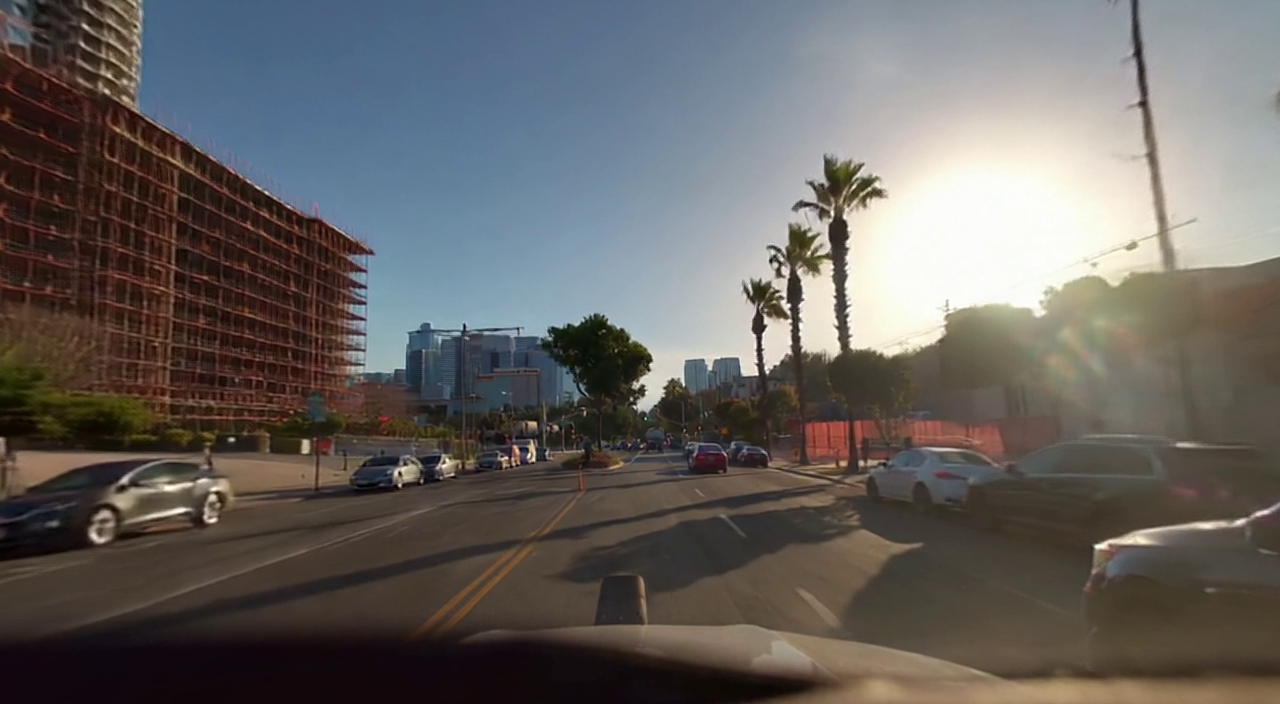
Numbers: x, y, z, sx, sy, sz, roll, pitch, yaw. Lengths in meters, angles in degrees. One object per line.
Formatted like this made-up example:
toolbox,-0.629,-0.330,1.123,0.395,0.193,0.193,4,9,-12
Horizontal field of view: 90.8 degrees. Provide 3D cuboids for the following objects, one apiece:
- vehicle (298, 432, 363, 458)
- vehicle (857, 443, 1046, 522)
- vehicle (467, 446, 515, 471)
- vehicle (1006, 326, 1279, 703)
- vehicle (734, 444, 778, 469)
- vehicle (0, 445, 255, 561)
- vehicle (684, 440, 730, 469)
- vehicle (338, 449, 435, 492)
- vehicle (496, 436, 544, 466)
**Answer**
vehicle,-19.652,5.892,40.088,3.575,1.571,1.912,-5,-9,27
vehicle,6.626,2.790,14.076,2.034,1.463,4.044,0,-8,-2
vehicle,-9.458,6.780,40.444,1.804,1.478,4.734,-1,-8,1
vehicle,3.104,0.656,1.392,1.953,1.687,4.344,0,-8,0
vehicle,6.914,6.267,38.136,1.819,1.435,4.337,0,-8,0
vehicle,-9.682,2.567,11.687,1.951,1.644,4.987,0,-8,0
vehicle,3.569,5.551,34.368,1.999,1.487,3.939,0,-8,-1
vehicle,-9.530,4.467,24.171,1.826,1.445,4.325,-1,-8,1
vehicle,-9.364,7.902,49.838,2.294,1.948,6.025,-7,-10,1
